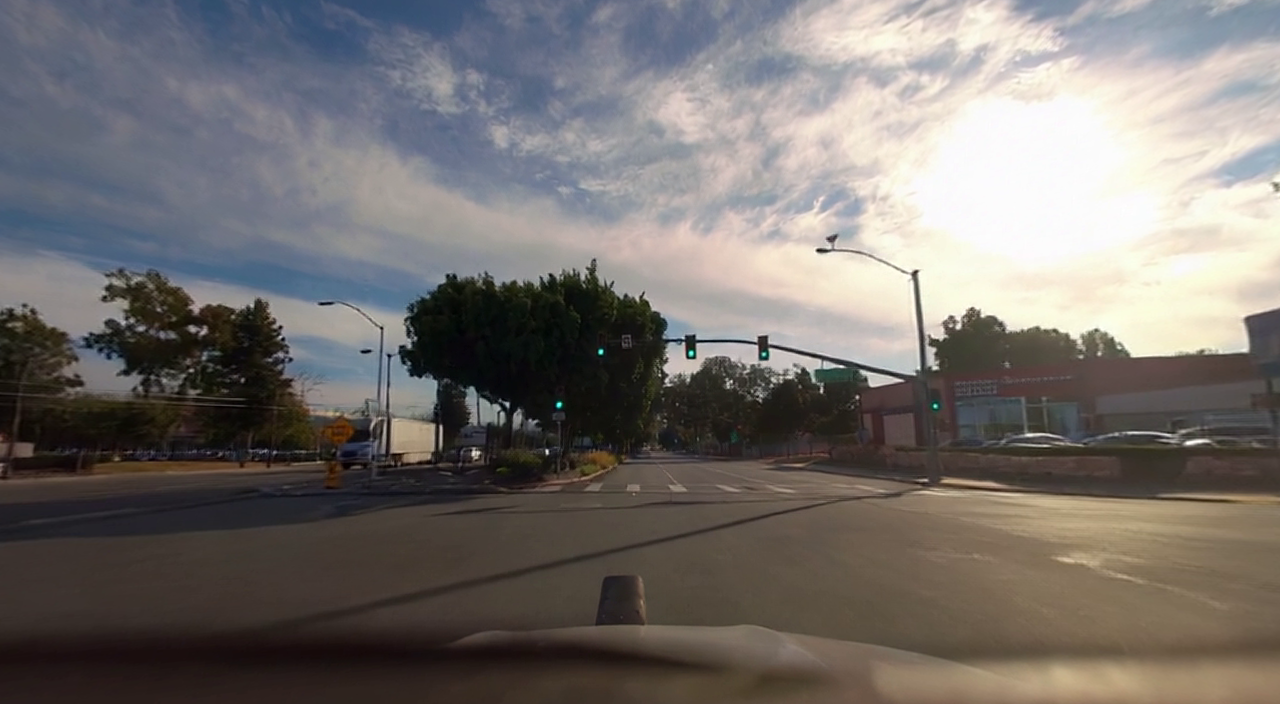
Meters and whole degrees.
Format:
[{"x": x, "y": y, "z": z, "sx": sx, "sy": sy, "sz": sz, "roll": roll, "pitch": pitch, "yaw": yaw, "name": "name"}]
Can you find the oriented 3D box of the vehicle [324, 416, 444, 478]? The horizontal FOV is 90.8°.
[{"x": -17.829, "y": 6.886, "z": 45.692, "sx": 2.953, "sy": 3.772, "sz": 14.243, "roll": 0, "pitch": -9, "yaw": -1, "name": "vehicle"}]
